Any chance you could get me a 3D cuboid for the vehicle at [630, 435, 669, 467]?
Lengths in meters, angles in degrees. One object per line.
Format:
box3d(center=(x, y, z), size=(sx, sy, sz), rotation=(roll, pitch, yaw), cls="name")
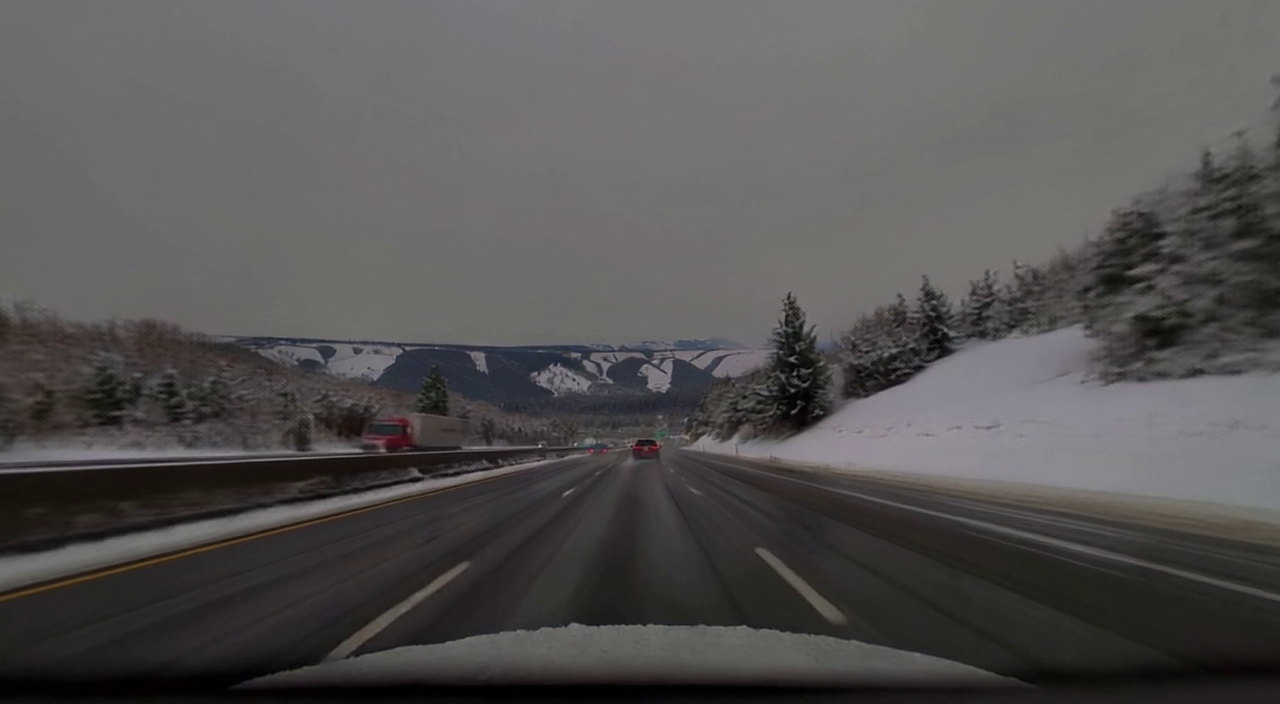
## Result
box3d(center=(0.534, 6.150, 39.251), size=(2.272, 1.836, 4.866), rotation=(0, -8, 0), cls="vehicle")
